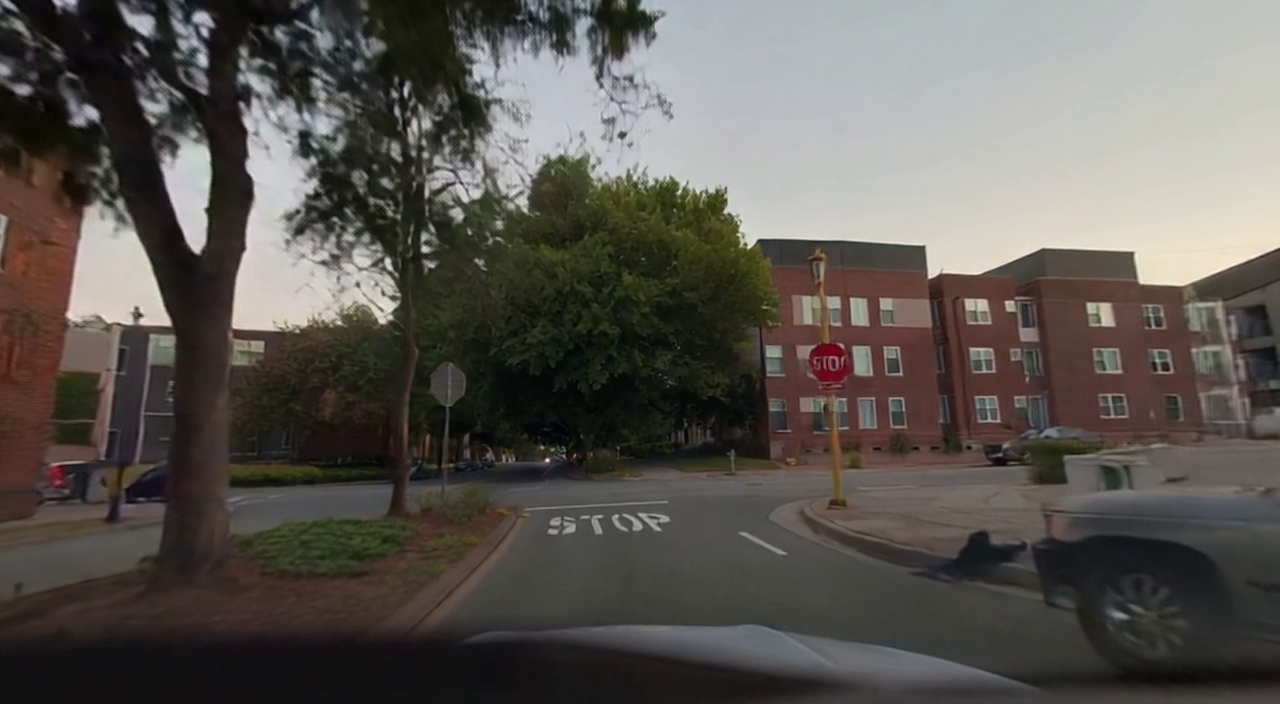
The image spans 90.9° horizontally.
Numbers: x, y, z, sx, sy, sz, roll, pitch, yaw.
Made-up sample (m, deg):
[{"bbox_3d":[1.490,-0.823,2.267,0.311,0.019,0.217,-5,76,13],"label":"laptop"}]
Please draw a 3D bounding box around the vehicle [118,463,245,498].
[{"bbox_3d":[-21.839,6.106,30.122,4.654,1.503,1.951,-1,-9,4],"label":"vehicle"}]

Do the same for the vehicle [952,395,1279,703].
[{"bbox_3d":[4.107,0.845,2.543,2.065,1.529,4.709,1,-11,-25],"label":"vehicle"}]

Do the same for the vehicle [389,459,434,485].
[{"bbox_3d":[-14.563,7.636,40.410,2.027,1.475,4.522,1,-9,-12],"label":"vehicle"}]
